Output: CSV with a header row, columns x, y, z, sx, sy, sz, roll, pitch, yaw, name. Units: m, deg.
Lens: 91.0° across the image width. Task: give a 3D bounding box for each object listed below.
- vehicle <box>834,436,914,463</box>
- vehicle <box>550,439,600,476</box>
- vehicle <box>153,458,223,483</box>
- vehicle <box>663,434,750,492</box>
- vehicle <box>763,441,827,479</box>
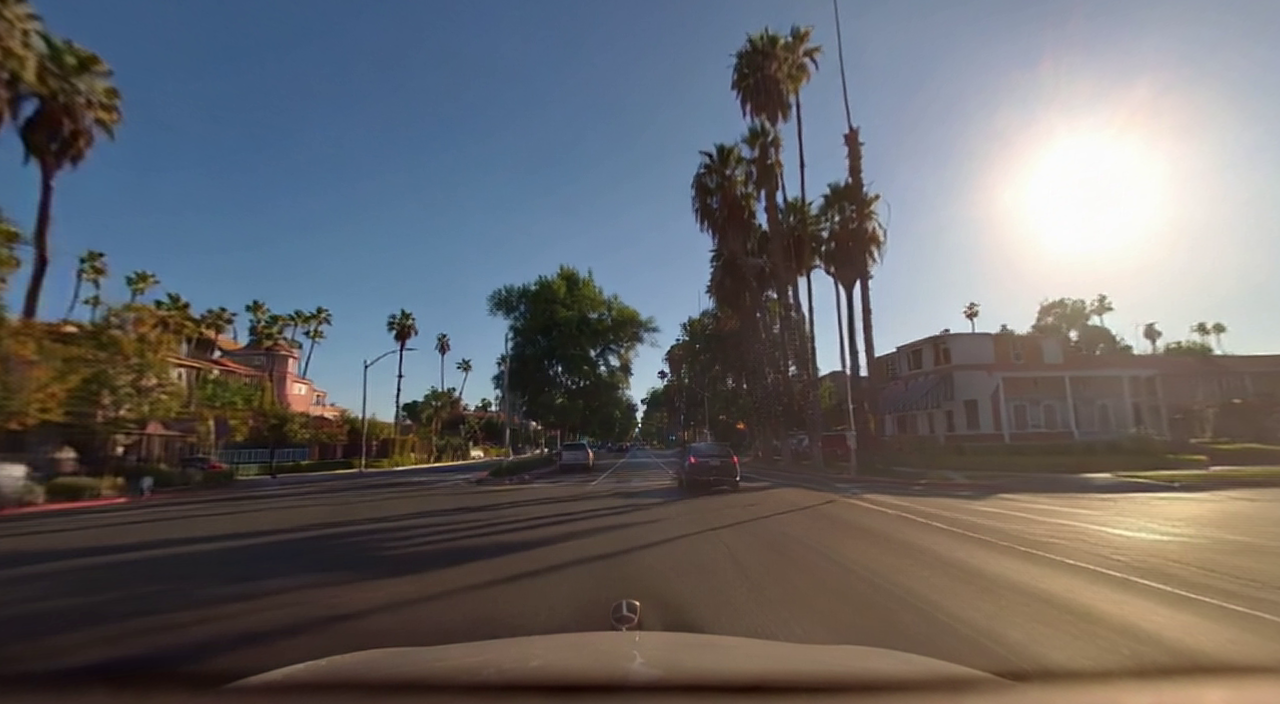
x,y,z,sx,sy,sz,roll,pitch,yaw,name
15.328,6.425,41.426,4.489,1.557,1.792,-2,-9,2,vehicle
-3.267,5.426,32.628,2.084,1.735,4.528,0,-8,1,vehicle
-30.103,7.862,42.048,1.823,1.477,3.984,0,-8,-2,vehicle
2.033,3.554,20.486,2.084,1.682,4.148,1,-8,-4,vehicle
7.615,5.325,31.351,2.012,1.737,4.129,0,-8,-2,vehicle
